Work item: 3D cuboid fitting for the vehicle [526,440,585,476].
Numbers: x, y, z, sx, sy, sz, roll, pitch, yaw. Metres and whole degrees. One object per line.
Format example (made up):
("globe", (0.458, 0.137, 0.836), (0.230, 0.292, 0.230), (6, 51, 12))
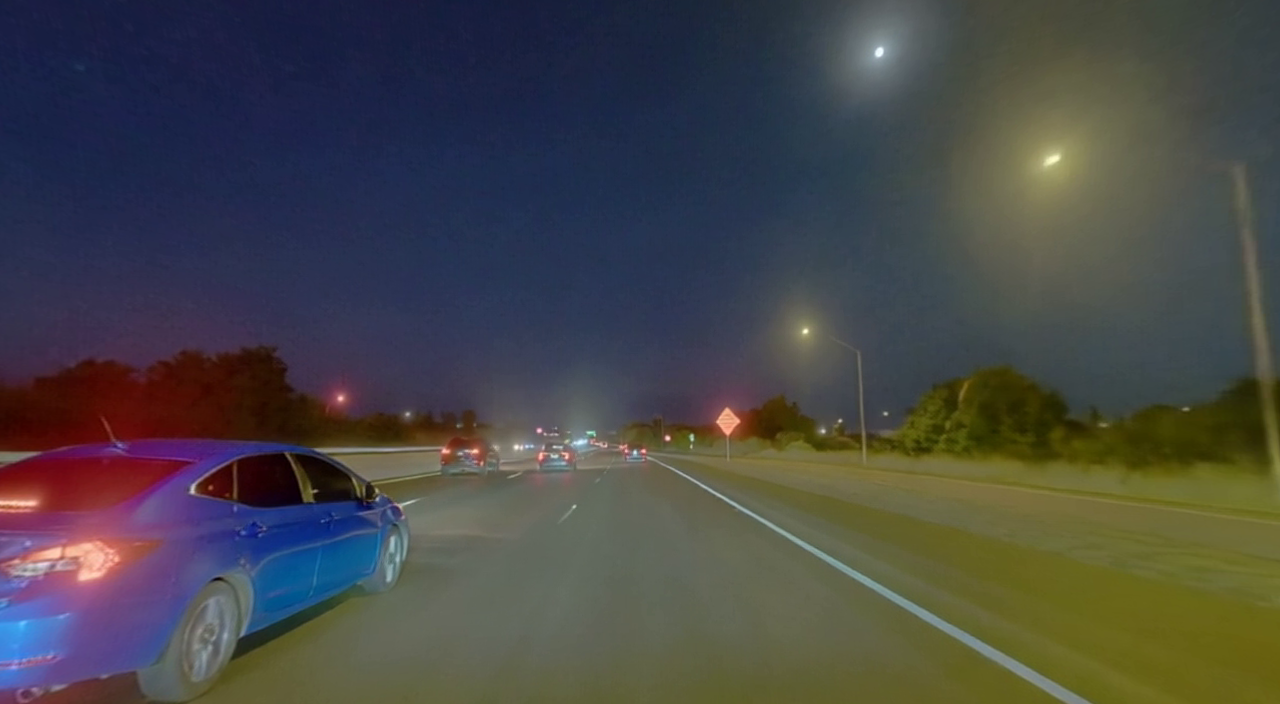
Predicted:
("vehicle", (-3.687, 4.720, 28.416), (2.068, 1.501, 4.395), (0, -8, 0))

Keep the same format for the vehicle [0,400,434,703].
("vehicle", (-3.388, 1.300, 5.067), (2.025, 1.506, 4.429), (0, -8, -1))

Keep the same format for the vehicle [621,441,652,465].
("vehicle", (-0.308, 6.888, 43.300), (2.018, 1.508, 4.087), (0, -8, -2))

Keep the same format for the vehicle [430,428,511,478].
("vehicle", (-7.331, 4.414, 27.925), (2.171, 1.982, 5.246), (0, -8, -1))
